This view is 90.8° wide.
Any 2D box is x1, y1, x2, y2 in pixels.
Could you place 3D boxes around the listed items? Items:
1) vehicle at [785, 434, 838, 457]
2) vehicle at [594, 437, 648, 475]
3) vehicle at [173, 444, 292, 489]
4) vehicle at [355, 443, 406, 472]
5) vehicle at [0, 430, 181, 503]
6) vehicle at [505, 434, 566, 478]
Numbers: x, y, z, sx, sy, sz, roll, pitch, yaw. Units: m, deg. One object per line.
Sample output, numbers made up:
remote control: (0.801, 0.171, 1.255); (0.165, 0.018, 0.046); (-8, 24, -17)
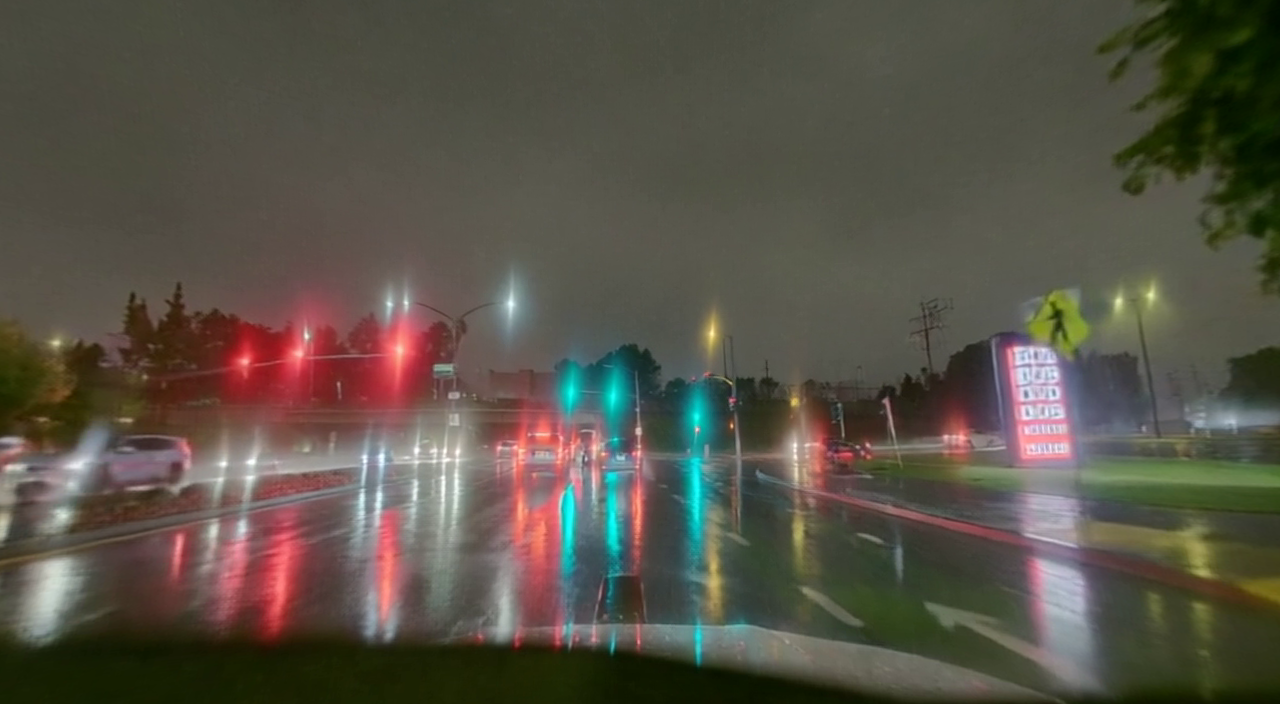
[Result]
vehicle: (13.022, 7.089, 47.770); (4.166, 1.622, 1.908); (8, -12, -43)
vehicle: (-0.885, 4.516, 27.653); (2.176, 1.489, 4.518); (0, -9, -3)
vehicle: (-15.799, 4.430, 24.864); (1.968, 1.557, 4.650); (1, -9, -6)
vehicle: (-17.803, 7.256, 43.542); (1.985, 1.537, 4.013); (-5, -6, -4)
vehicle: (-19.141, 3.849, 21.731); (2.655, 2.126, 5.813); (0, -9, -5)
vehicle: (-4.181, 4.235, 26.030); (2.057, 1.610, 4.891); (0, -9, -4)
